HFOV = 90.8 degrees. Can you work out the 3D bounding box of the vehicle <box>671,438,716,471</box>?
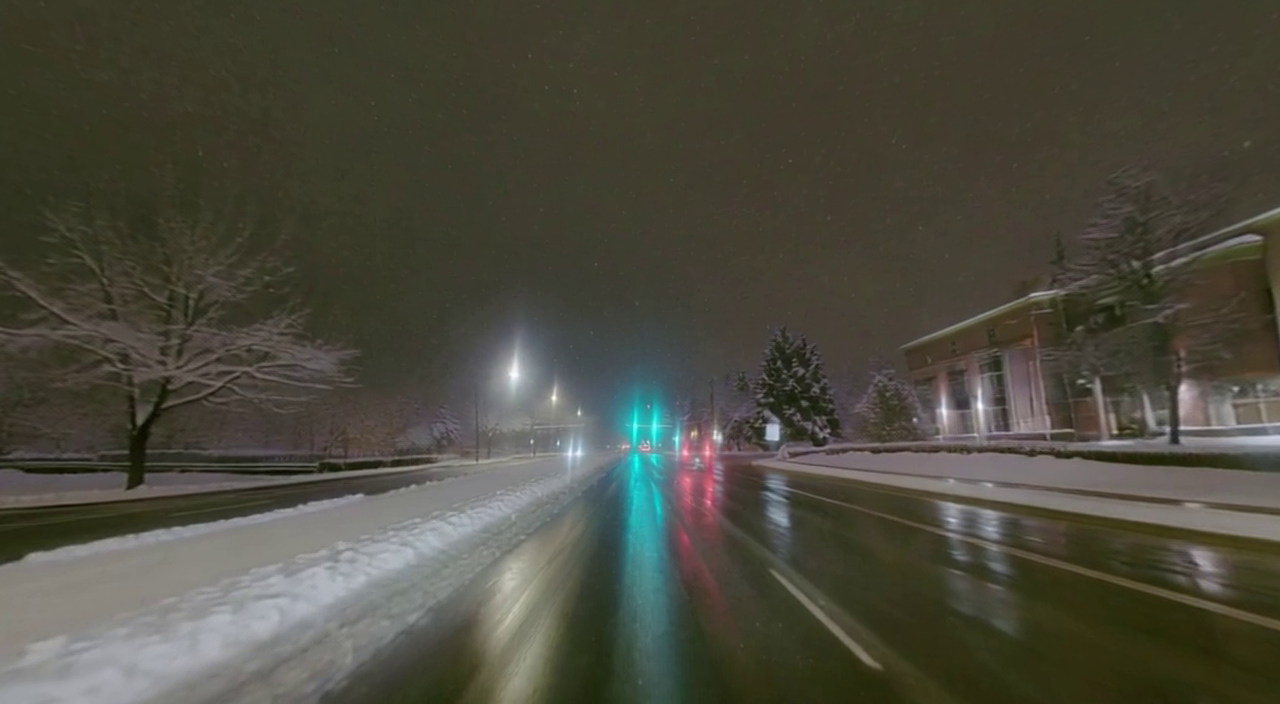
[{"bbox_3d":[3.122,6.131,38.090,2.085,1.828,5.383,0,-8,-1],"label":"vehicle"}]
